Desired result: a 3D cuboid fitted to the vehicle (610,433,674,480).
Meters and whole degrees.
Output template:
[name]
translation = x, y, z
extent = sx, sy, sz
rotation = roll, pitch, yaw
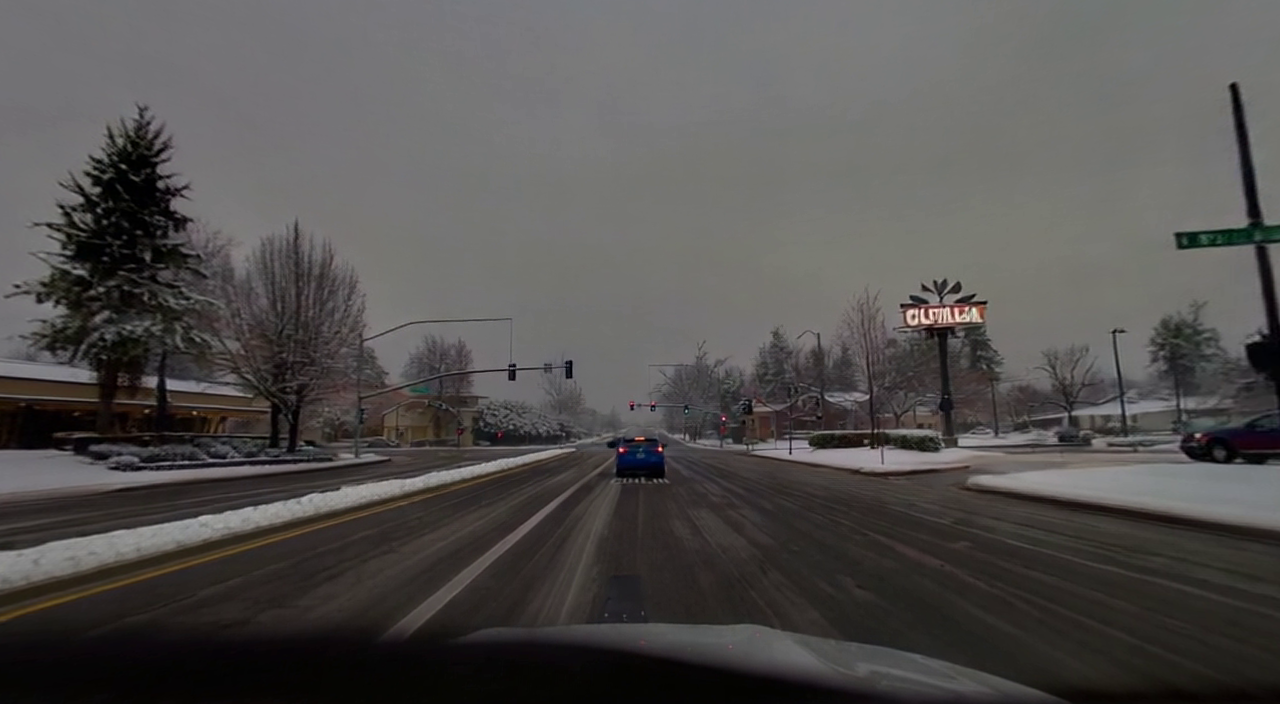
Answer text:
[vehicle]
translation = 0.012, 3.686, 22.483
extent = 2.028, 1.478, 4.545
rotation = 0, -8, -1
